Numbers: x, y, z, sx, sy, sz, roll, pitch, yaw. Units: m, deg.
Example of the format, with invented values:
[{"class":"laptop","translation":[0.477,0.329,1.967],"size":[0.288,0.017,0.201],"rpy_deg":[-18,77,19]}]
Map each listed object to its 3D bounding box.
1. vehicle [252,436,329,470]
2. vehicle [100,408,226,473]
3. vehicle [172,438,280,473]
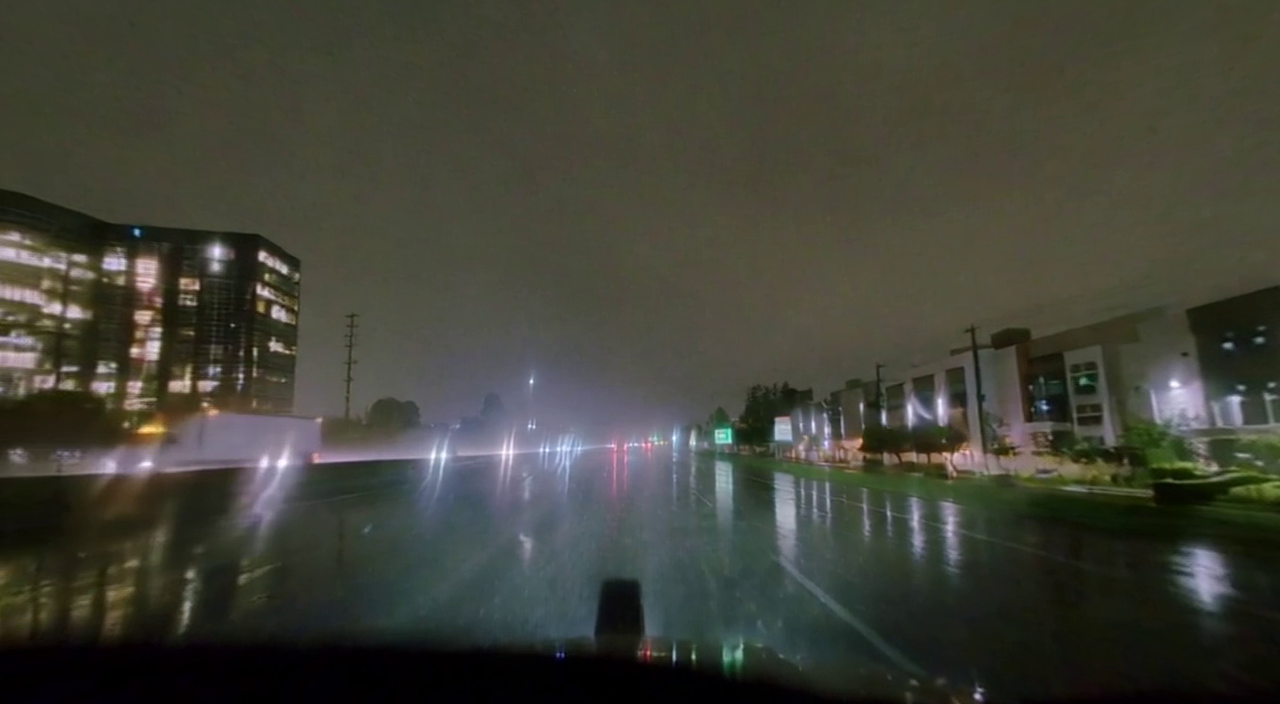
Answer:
[{"class":"vehicle","translation":[-24.725,7.153,44.804],"size":[2.424,2.250,5.146],"rpy_deg":[0,-9,1]},{"class":"vehicle","translation":[-31.901,6.001,42.580],"size":[2.962,3.983,6.703],"rpy_deg":[0,-9,1]},{"class":"vehicle","translation":[-24.722,6.212,37.962],"size":[2.324,1.919,5.995],"rpy_deg":[0,-9,1]}]
